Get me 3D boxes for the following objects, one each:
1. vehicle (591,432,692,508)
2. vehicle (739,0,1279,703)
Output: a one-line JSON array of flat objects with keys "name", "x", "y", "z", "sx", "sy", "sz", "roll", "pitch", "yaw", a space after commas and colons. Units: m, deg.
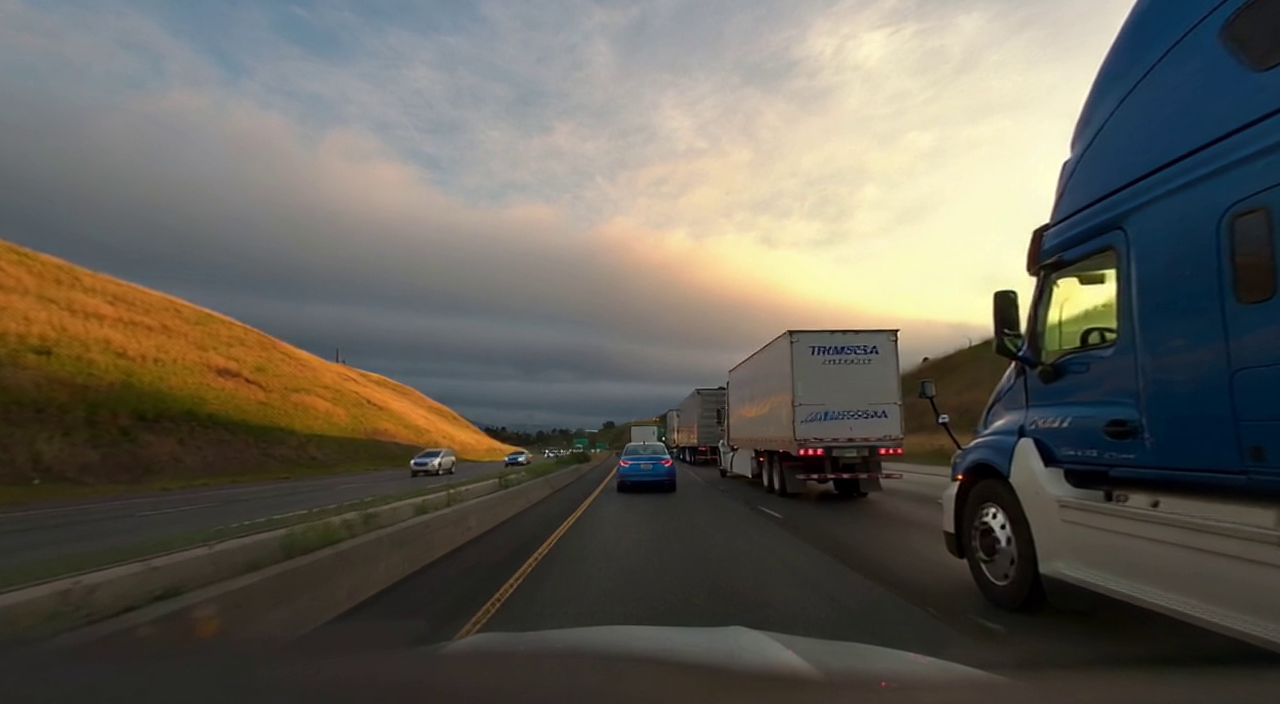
[{"name": "vehicle", "x": 0.022, "y": 2.673, "z": 14.733, "sx": 2.045, "sy": 1.507, "sz": 3.763, "roll": -1, "pitch": -8, "yaw": 0}, {"name": "vehicle", "x": 4.425, "y": 0.395, "z": 9.133, "sx": 3.410, "sy": 4.438, "sz": 14.410, "roll": -1, "pitch": -8, "yaw": -1}]
